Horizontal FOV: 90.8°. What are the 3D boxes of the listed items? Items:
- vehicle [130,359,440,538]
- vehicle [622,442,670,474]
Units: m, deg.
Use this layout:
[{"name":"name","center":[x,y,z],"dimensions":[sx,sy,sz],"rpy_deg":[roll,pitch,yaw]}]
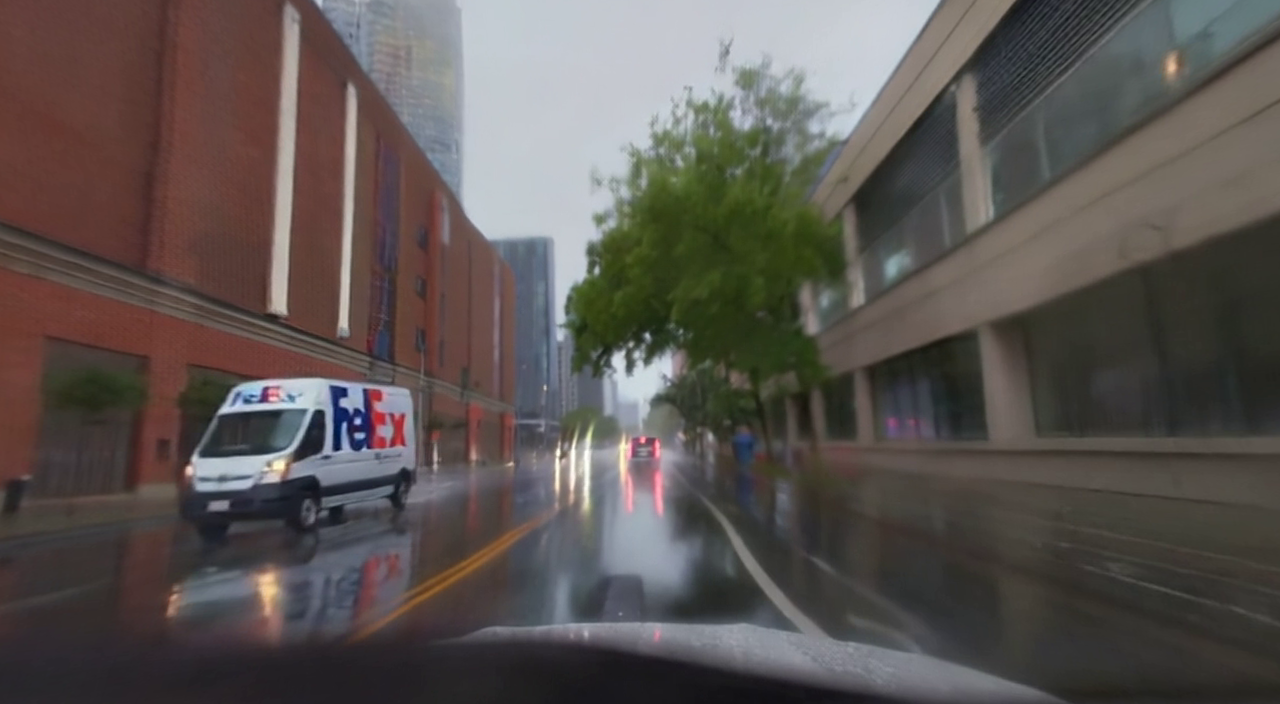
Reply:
[{"name":"vehicle","center":[-7.200,2.162,14.439],"dimensions":[2.754,3.065,7.103],"rpy_deg":[0,-8,2]},{"name":"vehicle","center":[0.386,5.543,33.329],"dimensions":[2.356,1.572,4.810],"rpy_deg":[0,-8,2]}]
